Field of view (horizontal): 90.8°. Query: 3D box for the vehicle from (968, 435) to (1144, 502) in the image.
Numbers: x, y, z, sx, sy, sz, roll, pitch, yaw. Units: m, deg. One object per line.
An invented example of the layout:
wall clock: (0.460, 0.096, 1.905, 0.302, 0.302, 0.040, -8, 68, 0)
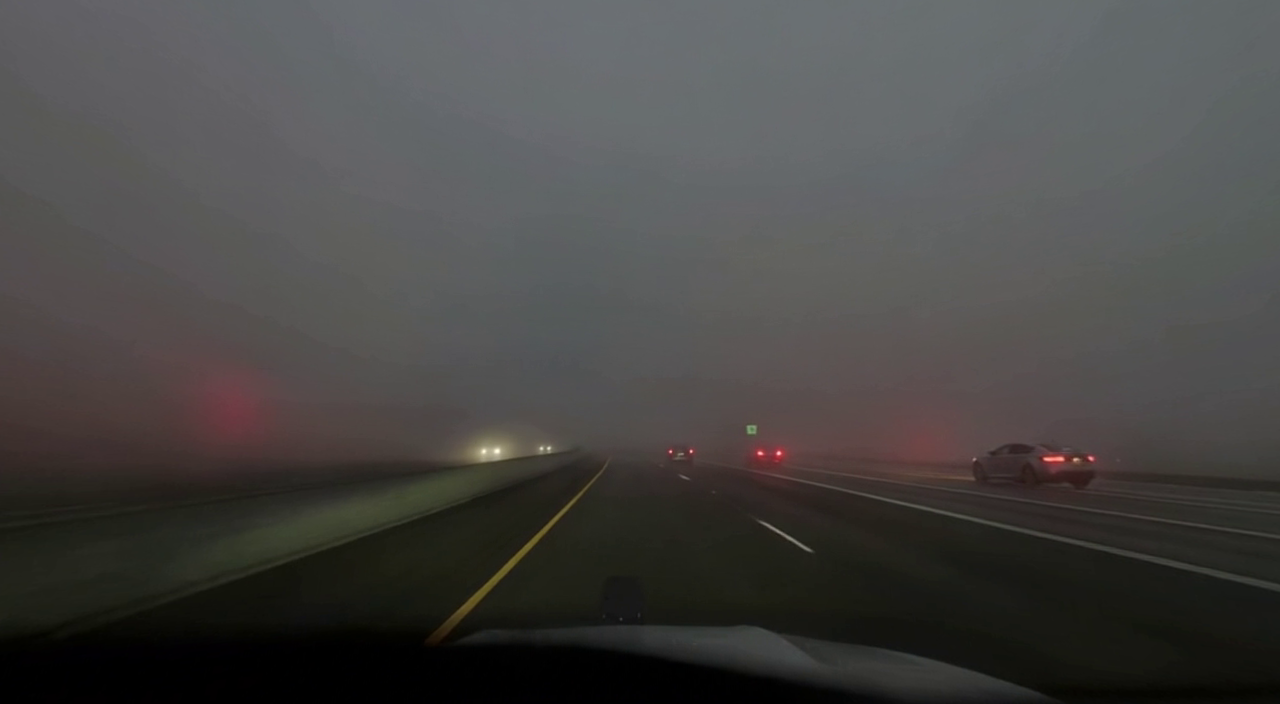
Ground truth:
vehicle: (10.941, 3.062, 17.057, 1.844, 1.560, 4.085, 0, -9, -1)

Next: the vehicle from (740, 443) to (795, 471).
vehicle: (6.926, 5.747, 34.737, 1.952, 1.442, 4.259, 0, -9, -2)

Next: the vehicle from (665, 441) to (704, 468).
vehicle: (2.772, 6.516, 40.464, 1.977, 1.601, 4.598, 0, -9, -2)
